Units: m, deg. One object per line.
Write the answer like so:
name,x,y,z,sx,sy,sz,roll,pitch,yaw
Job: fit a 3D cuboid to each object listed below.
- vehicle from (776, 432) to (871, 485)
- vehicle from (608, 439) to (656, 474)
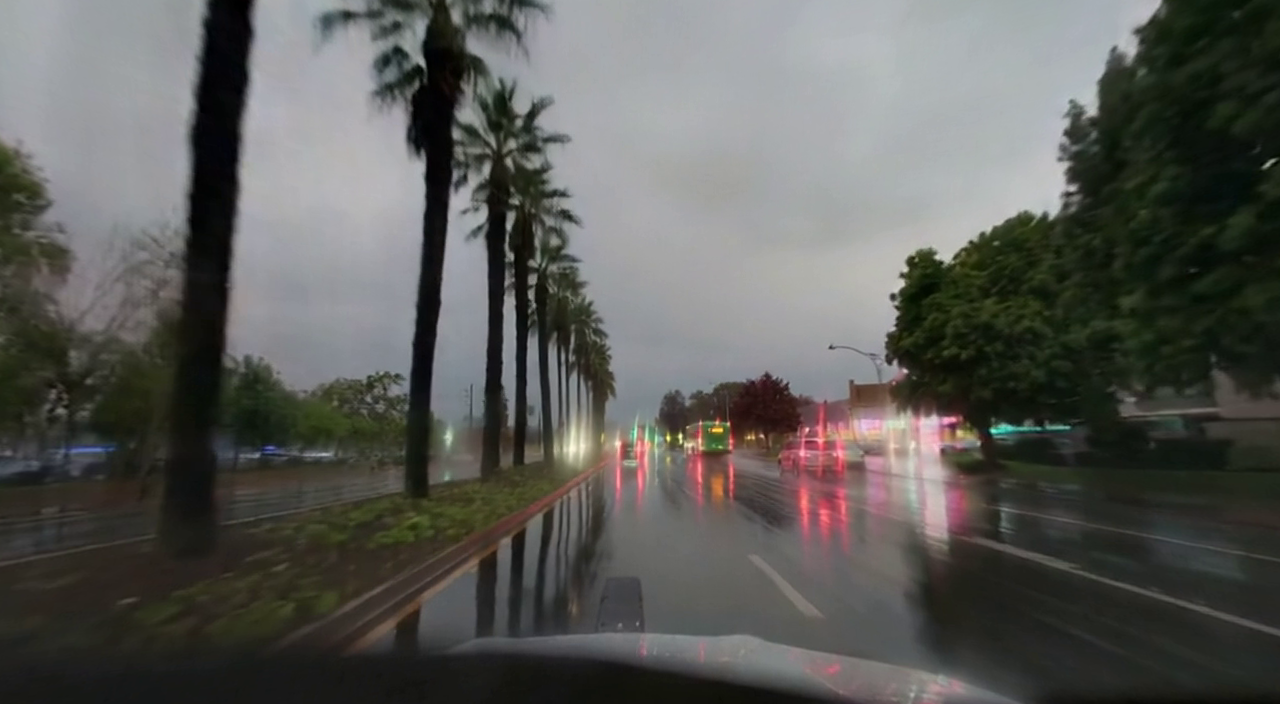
vehicle,6.314,3.715,22.304,2.031,1.670,4.154,0,-9,-1
vehicle,-0.342,4.847,29.394,2.065,1.477,4.306,0,-9,1
